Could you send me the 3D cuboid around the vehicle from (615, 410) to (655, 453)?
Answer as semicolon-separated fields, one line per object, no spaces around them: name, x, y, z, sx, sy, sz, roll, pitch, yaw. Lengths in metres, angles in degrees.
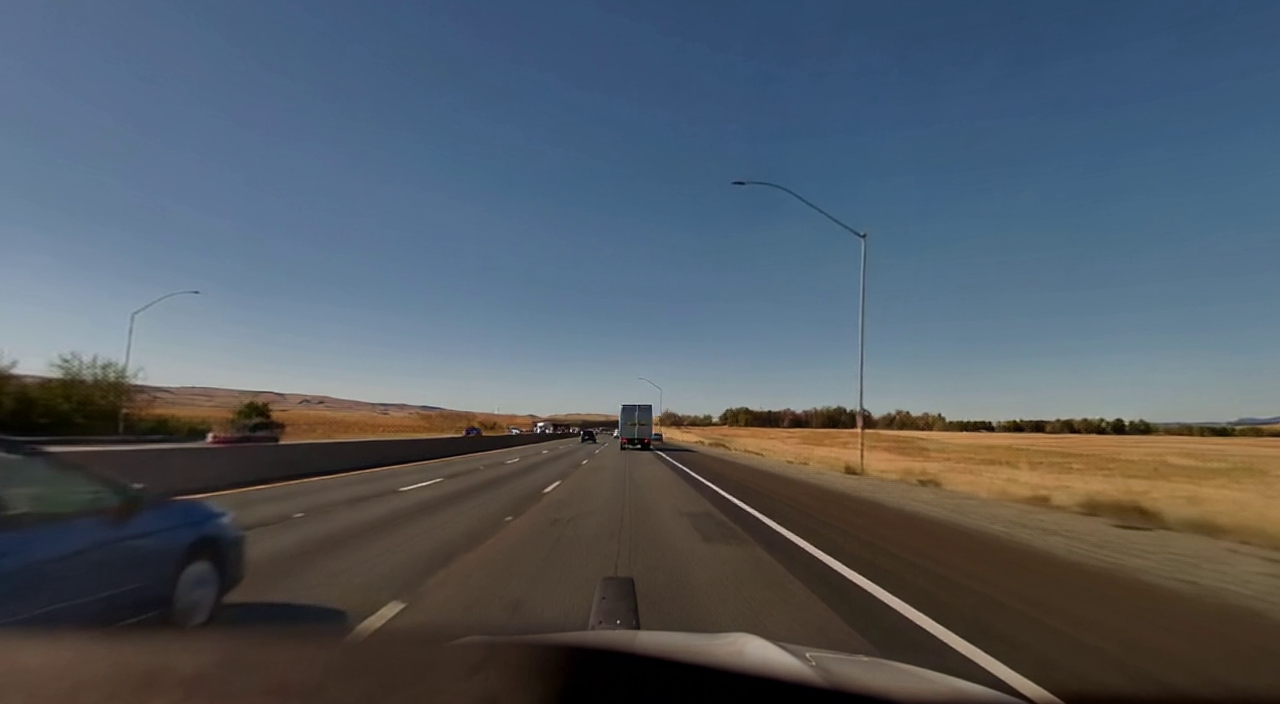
vehicle;-0.445;5.537;43.690;2.418;2.704;6.445;0;-8;-3

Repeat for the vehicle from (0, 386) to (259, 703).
vehicle;-3.591;0.858;2.256;1.955;1.508;3.996;0;-8;-1
